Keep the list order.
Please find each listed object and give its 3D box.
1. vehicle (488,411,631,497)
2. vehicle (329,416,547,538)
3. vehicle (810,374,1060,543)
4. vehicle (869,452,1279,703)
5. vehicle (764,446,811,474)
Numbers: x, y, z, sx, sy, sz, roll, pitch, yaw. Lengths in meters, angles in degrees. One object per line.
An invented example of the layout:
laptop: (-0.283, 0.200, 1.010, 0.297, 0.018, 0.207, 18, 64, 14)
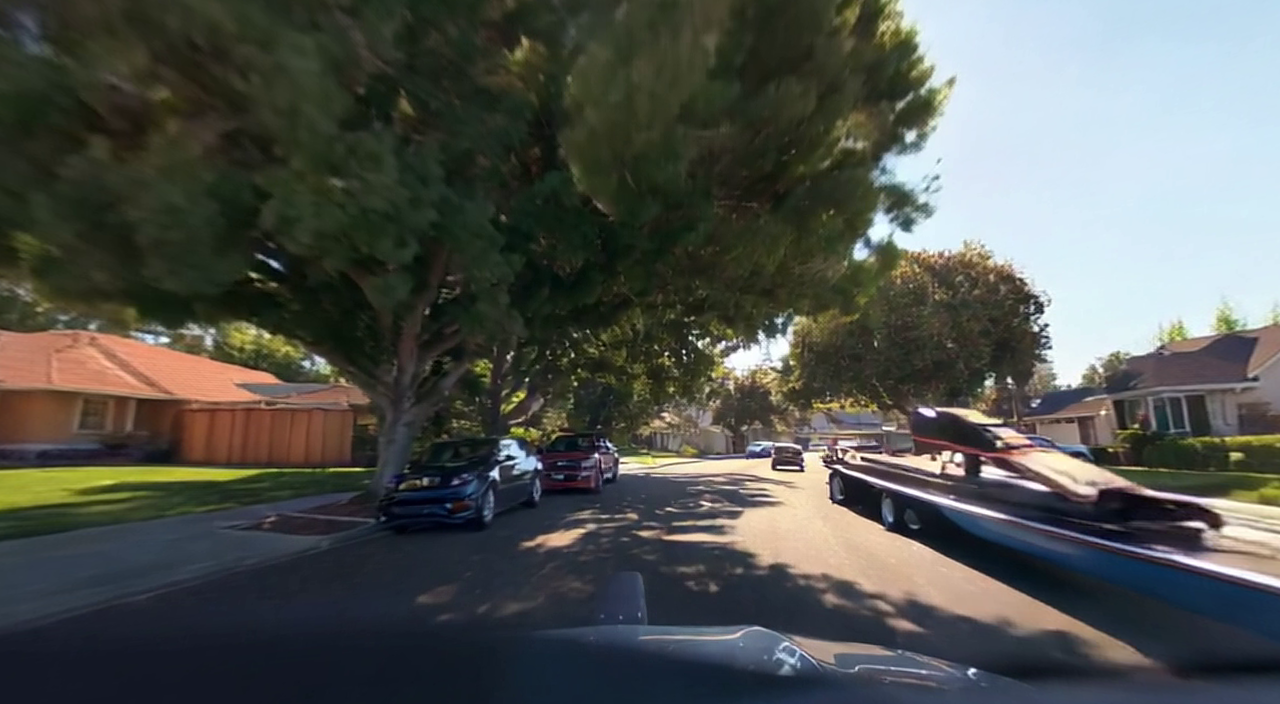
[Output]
vehicle: (-2.209, 3.176, 19.897, 2.632, 2.249, 6.179, -2, -9, 11)
vehicle: (-3.328, 2.186, 11.632, 2.052, 1.745, 4.737, -1, -9, 6)
vehicle: (5.279, 2.054, 12.569, 2.697, 2.558, 5.635, -1, -9, 6)
vehicle: (4.452, 1.778, 5.984, 2.804, 1.336, 6.700, 1, -7, 7)
vehicle: (8.361, 6.153, 36.041, 1.998, 1.489, 4.722, -1, -9, 5)
